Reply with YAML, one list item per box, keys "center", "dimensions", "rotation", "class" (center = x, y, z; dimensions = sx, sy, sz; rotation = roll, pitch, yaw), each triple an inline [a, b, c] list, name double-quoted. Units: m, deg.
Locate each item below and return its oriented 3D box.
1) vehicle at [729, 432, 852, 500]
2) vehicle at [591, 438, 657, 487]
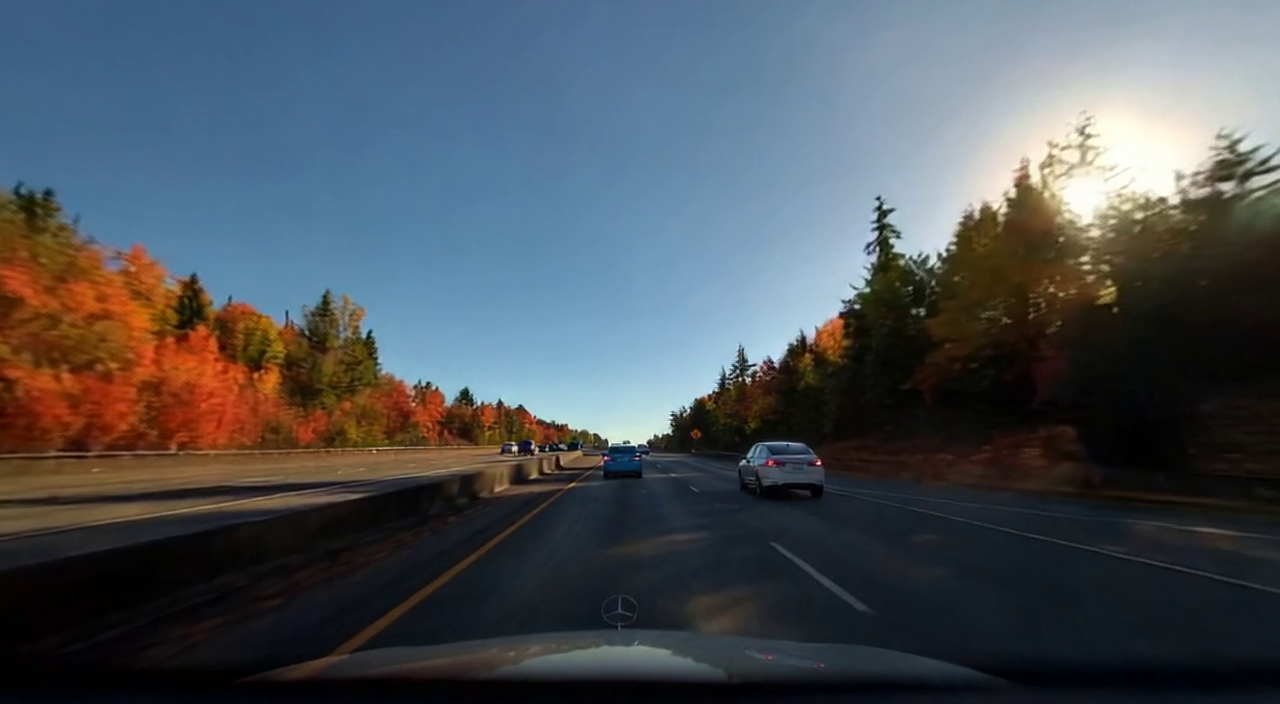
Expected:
- center: [3.928, 3.073, 17.180]
  dimensions: [2.300, 1.595, 4.144]
  rotation: [-1, -9, 0]
  class: "vehicle"
- center: [-0.532, 3.920, 22.504]
  dimensions: [2.128, 1.516, 4.410]
  rotation: [-1, -9, 0]
  class: "vehicle"
